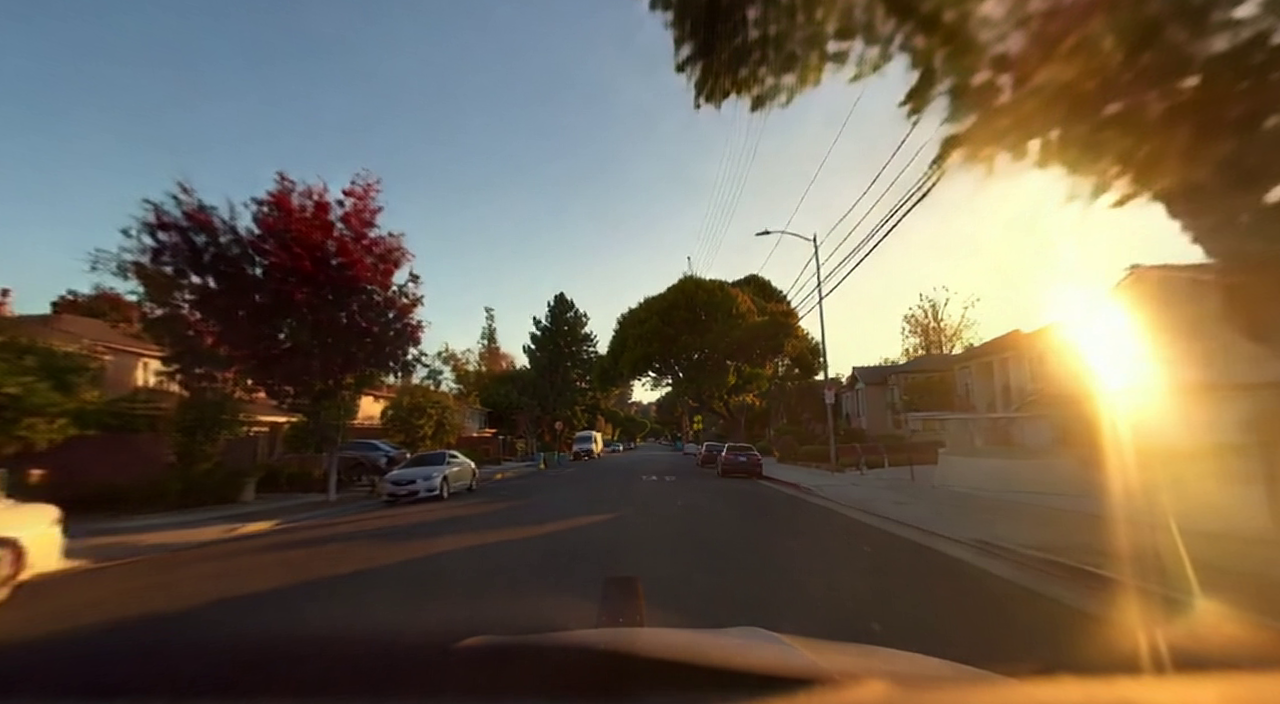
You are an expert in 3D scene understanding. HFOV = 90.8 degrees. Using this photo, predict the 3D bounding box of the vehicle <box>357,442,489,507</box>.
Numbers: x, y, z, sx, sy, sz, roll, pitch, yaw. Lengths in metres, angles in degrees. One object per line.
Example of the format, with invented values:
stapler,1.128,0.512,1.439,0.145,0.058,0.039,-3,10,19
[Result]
vehicle,-6.260,3.552,18.873,2.062,1.500,4.629,-3,-7,4

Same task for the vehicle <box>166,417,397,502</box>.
vehicle,-10.842,3.305,20.027,2.416,2.211,6.384,-2,-8,16

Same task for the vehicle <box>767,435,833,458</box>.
vehicle,12.212,7.256,48.575,4.530,1.736,2.144,0,-8,3

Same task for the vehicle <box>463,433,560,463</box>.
vehicle,-9.435,7.086,46.806,6.540,2.079,2.565,0,-8,2

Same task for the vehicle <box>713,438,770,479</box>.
vehicle,4.016,4.256,25.538,1.903,1.500,4.057,0,-8,4
